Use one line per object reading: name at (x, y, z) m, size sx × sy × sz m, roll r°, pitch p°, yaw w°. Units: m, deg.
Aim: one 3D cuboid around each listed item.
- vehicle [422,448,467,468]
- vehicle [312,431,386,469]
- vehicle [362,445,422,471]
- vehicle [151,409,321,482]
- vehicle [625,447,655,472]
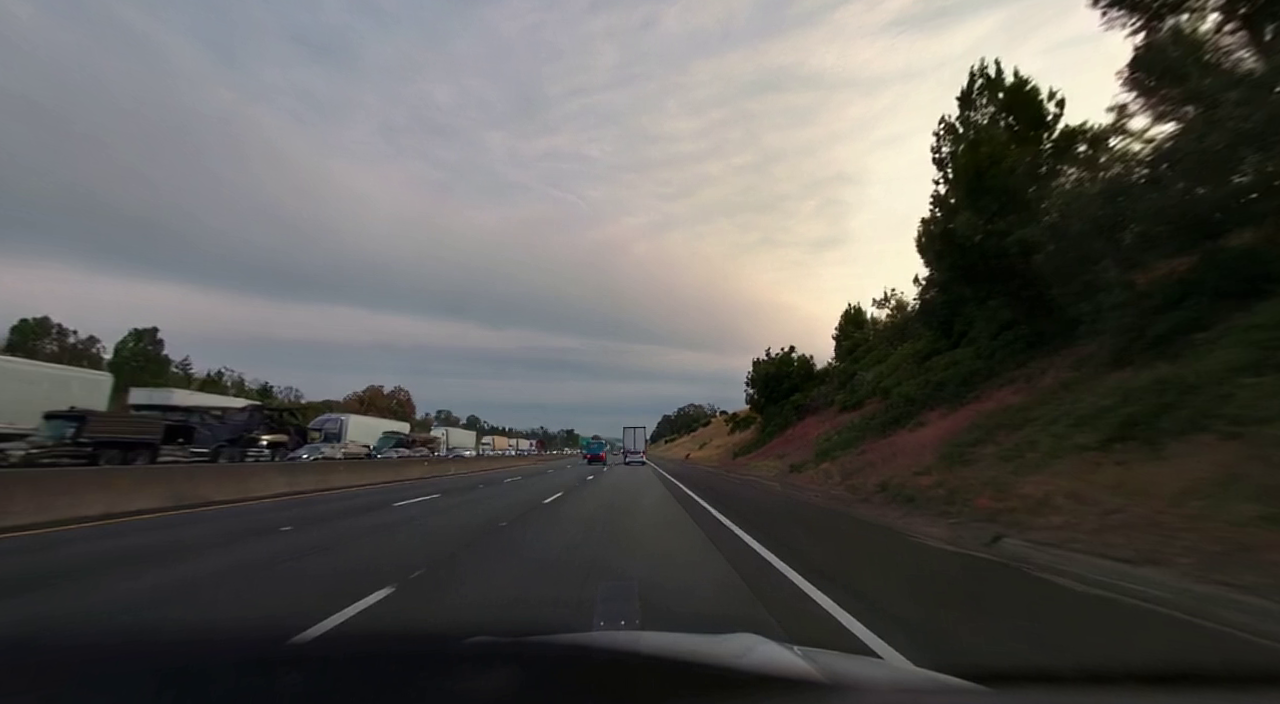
vehicle at (-14.687, 7.987, 47.676) m, size 1.976 × 1.423 × 4.416 m, roll 0°, pitch -9°, yaw 0°
vehicle at (-19.186, 6.504, 41.888) m, size 2.223 × 2.287 × 5.862 m, roll 0°, pitch -9°, yaw -1°
vehicle at (-14.461, 6.205, 37.011) m, size 1.891 × 1.426 × 4.156 m, roll 0°, pitch -9°, yaw 0°
vehicle at (-14.422, 3.438, 23.144) m, size 2.357 × 2.318 × 5.817 m, roll 0°, pitch -9°, yaw 0°
vehicle at (-0.037, 7.629, 44.713) m, size 2.009 × 1.657 × 3.962 m, roll 0°, pitch -9°, yaw -1°
